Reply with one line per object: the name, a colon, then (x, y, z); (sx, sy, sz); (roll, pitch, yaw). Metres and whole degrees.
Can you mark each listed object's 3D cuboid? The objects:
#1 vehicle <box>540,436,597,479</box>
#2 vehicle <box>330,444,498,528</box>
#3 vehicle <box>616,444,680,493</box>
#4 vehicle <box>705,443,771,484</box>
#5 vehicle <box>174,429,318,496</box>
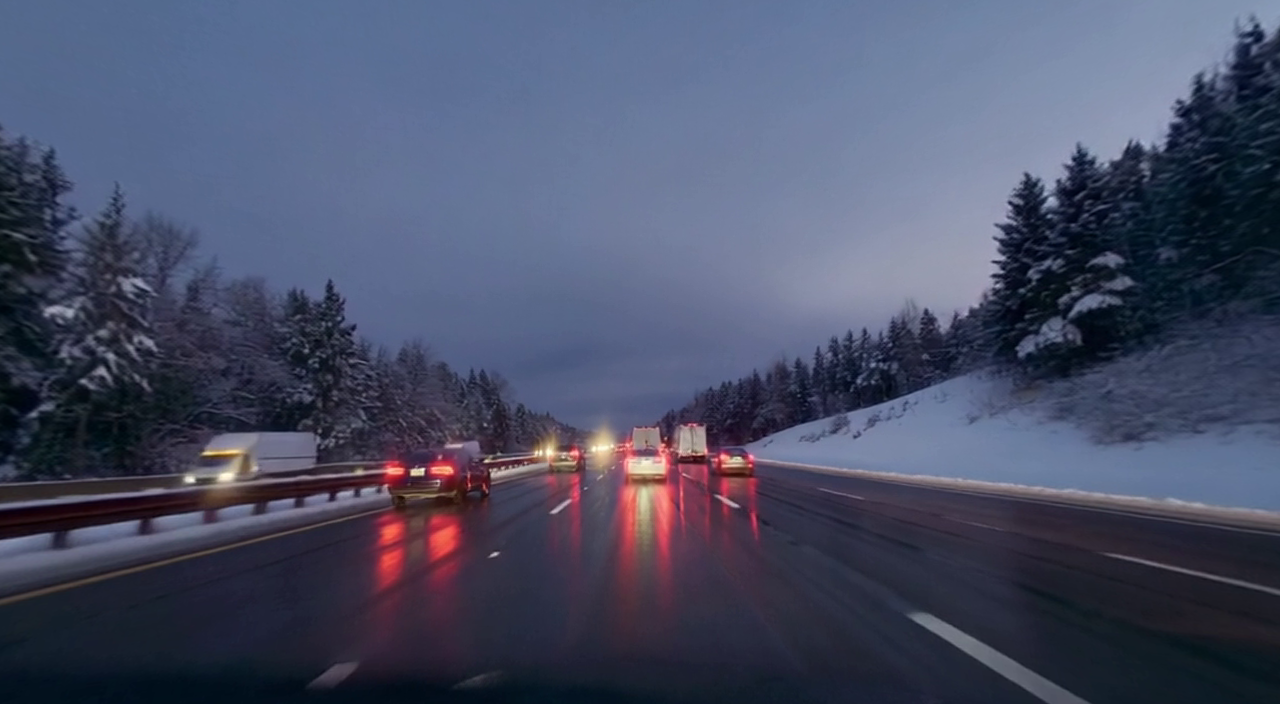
vehicle: (-3.468, 5.254, 31.357); (2.230, 1.973, 4.403); (-1, -9, 2)
vehicle: (-4.564, 2.750, 13.508); (1.967, 1.473, 4.439); (0, -9, 0)
vehicle: (0.253, 4.048, 22.092); (2.015, 1.526, 4.286); (0, -9, 0)
vehicle: (3.922, 4.556, 25.820); (1.959, 1.503, 4.064); (0, -9, -1)
vehicle: (-16.675, 4.707, 27.099); (2.269, 2.522, 5.946); (0, -9, 0)
